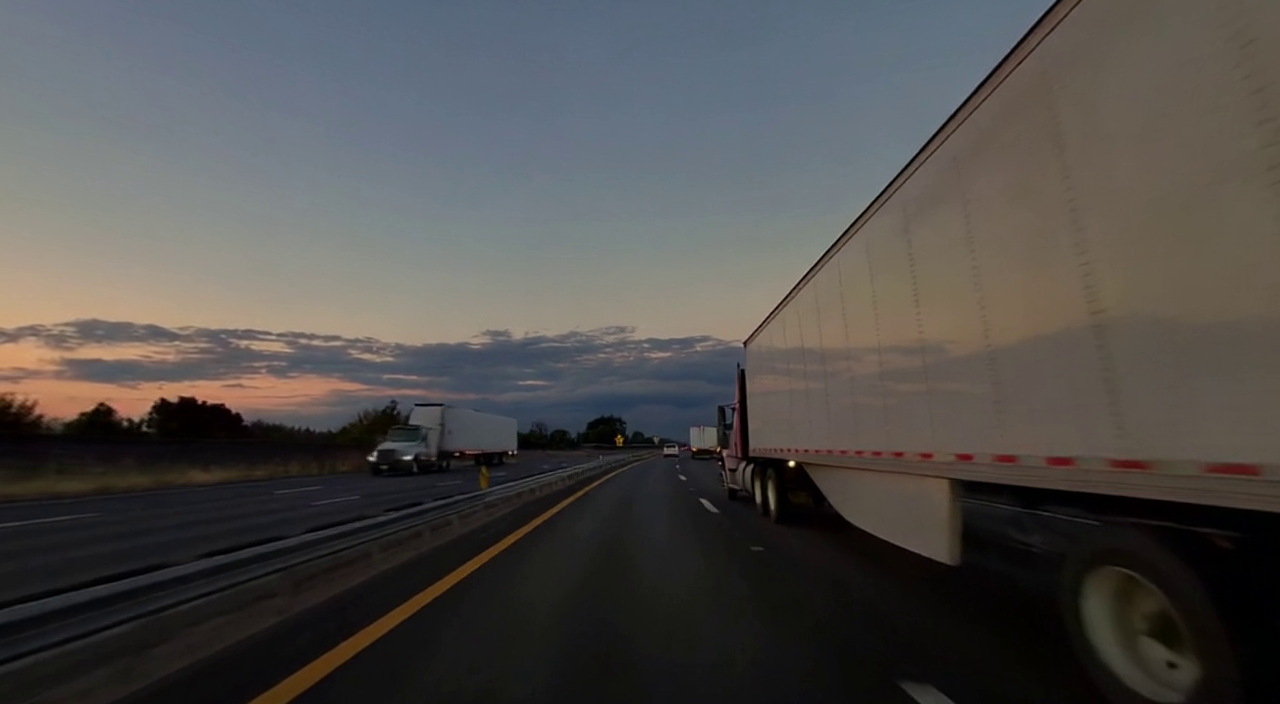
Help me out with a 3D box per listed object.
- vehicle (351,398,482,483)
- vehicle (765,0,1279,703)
[{"bbox_3d":[-11.878,4.963,34.929,3.027,3.970,10.027,-1,-9,3],"label":"vehicle"},{"bbox_3d":[3.941,0.221,5.905,2.965,4.028,12.529,0,-9,0],"label":"vehicle"}]
